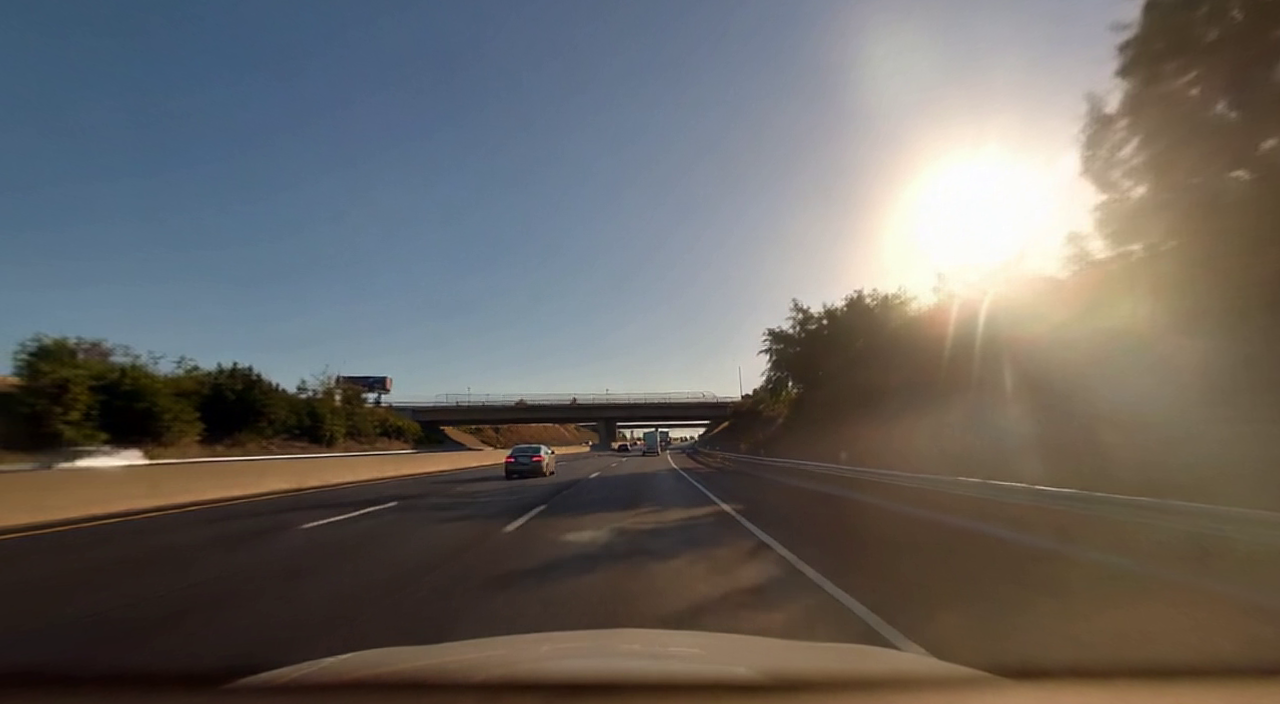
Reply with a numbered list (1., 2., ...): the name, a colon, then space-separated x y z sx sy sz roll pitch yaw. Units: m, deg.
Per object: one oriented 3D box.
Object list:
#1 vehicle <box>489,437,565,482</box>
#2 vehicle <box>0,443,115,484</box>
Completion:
1. vehicle: -4.173 4.081 24.022 1.961 1.540 4.487 0 -9 1
2. vehicle: -23.509 4.411 25.177 1.844 1.496 3.571 0 -9 0
